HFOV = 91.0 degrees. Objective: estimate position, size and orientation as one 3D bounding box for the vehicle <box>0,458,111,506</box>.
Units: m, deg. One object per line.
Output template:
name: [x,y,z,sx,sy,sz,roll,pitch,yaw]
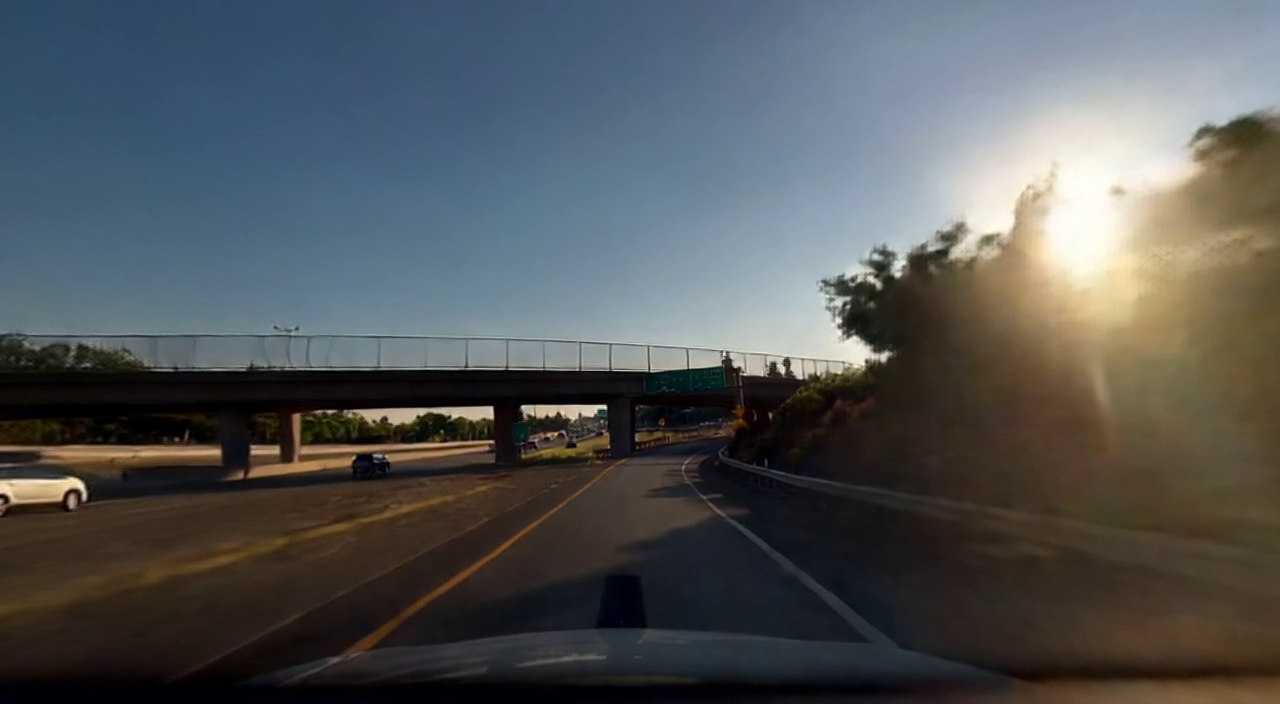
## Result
vehicle: [-26.058,5.524,27.220,2.209,1.778,5.108,1,-9,-6]
